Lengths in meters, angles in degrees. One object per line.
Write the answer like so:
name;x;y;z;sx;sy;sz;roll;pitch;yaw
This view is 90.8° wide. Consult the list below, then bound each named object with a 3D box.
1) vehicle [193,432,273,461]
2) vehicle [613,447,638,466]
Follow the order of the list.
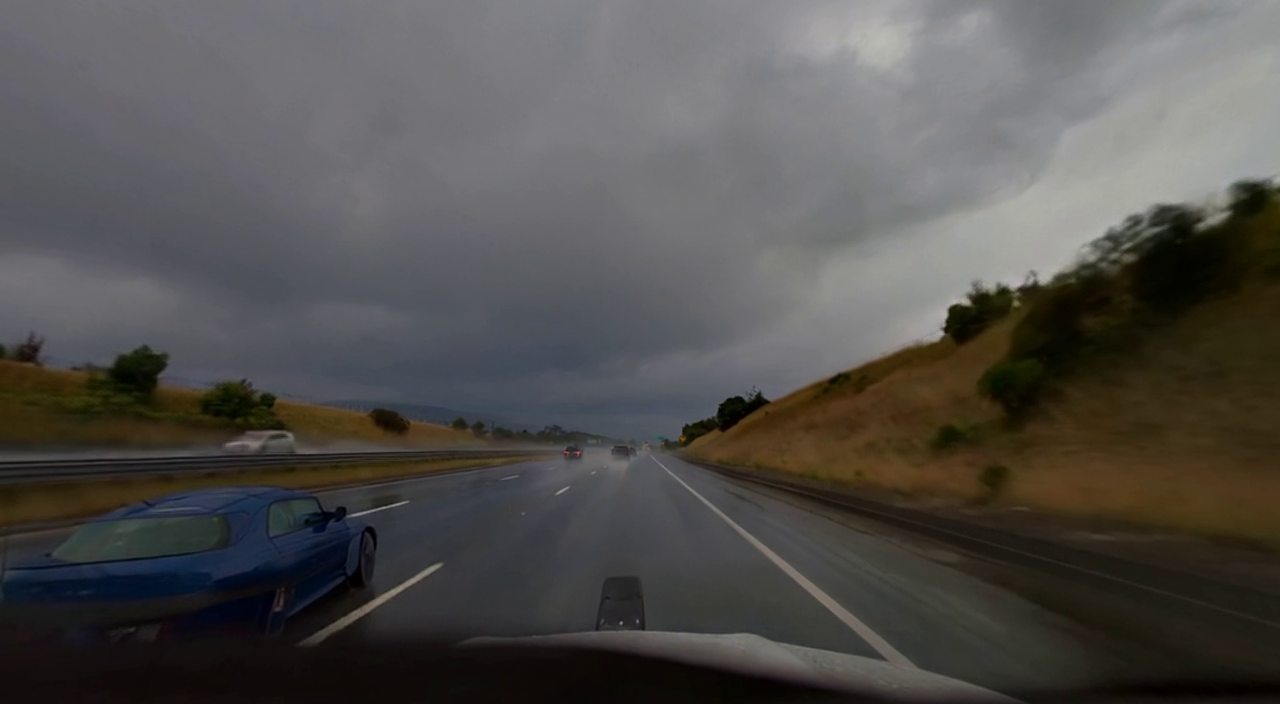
vehicle;-23.093;5.416;35.997;1.794;1.507;4.208;0;-9;-1
vehicle;-1.085;8.245;49.959;1.891;1.456;3.806;0;-9;0
